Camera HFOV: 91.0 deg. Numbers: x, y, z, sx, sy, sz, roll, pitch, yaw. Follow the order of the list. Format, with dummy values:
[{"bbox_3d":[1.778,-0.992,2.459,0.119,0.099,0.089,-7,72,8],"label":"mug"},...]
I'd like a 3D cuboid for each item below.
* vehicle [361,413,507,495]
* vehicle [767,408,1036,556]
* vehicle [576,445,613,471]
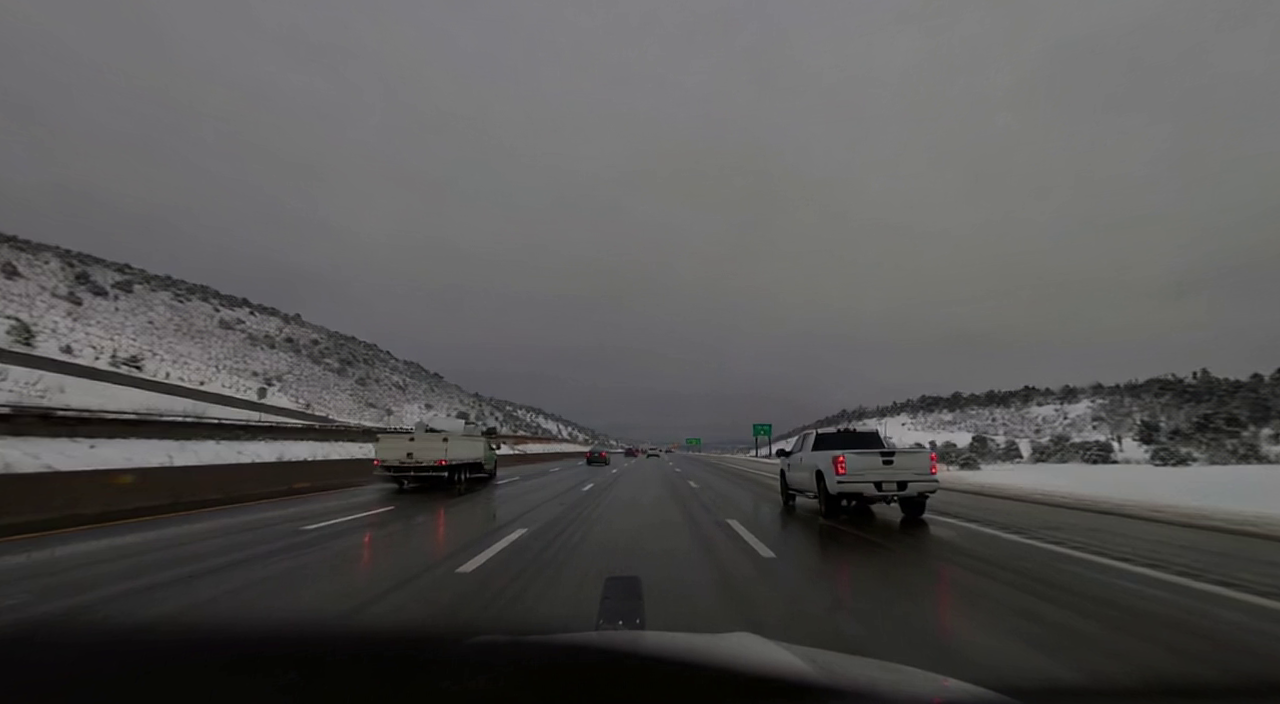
[{"bbox_3d":[-7.125,3.689,23.041,2.937,2.509,7.090,0,-9,0],"label":"vehicle"},{"bbox_3d":[3.659,1.941,10.058,2.231,1.789,4.700,0,-9,0],"label":"vehicle"},{"bbox_3d":[-2.832,6.729,40.160,2.009,1.593,4.378,0,-9,1],"label":"vehicle"}]
